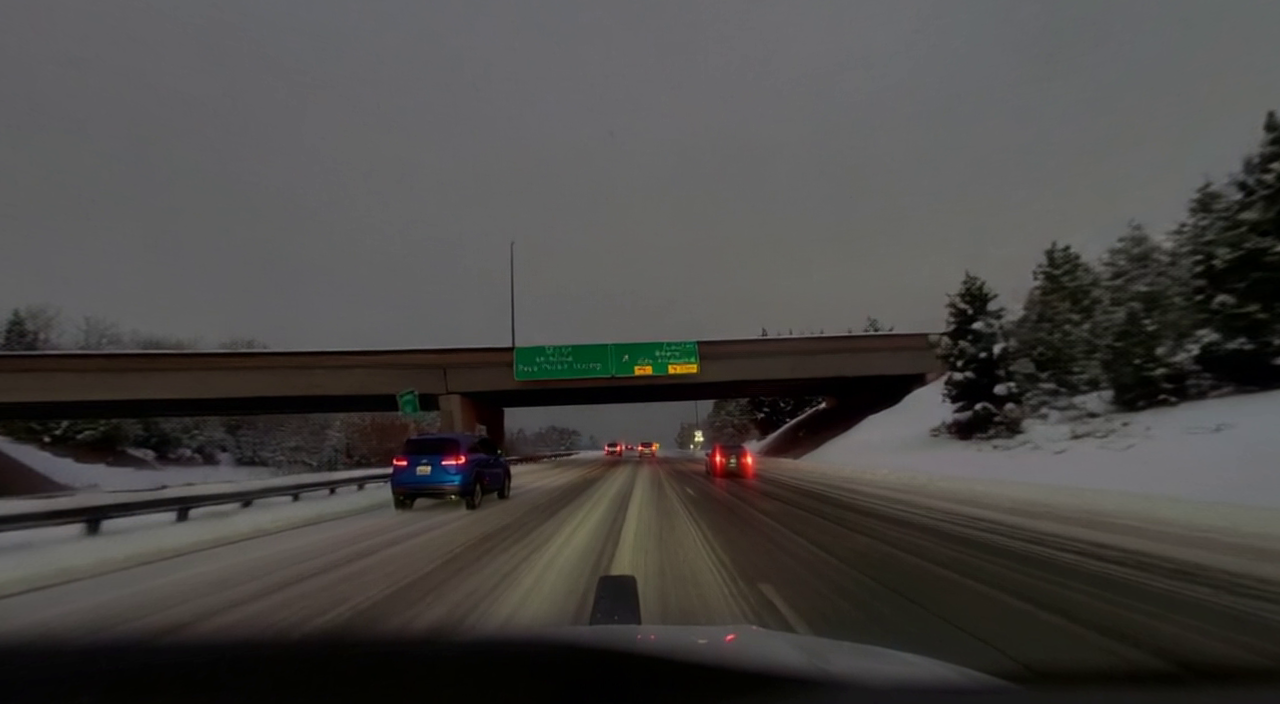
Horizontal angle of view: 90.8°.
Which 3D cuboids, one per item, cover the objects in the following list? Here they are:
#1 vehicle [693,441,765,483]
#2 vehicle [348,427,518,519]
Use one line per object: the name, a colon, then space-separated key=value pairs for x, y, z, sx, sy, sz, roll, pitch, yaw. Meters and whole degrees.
vehicle: x=3.320 y=4.195 z=24.347 sx=2.083 sy=1.453 sz=4.307 roll=0 pitch=-8 yaw=-1
vehicle: x=-4.147 y=2.486 z=13.507 sx=2.193 sy=1.641 sz=4.077 roll=0 pitch=-8 yaw=1
